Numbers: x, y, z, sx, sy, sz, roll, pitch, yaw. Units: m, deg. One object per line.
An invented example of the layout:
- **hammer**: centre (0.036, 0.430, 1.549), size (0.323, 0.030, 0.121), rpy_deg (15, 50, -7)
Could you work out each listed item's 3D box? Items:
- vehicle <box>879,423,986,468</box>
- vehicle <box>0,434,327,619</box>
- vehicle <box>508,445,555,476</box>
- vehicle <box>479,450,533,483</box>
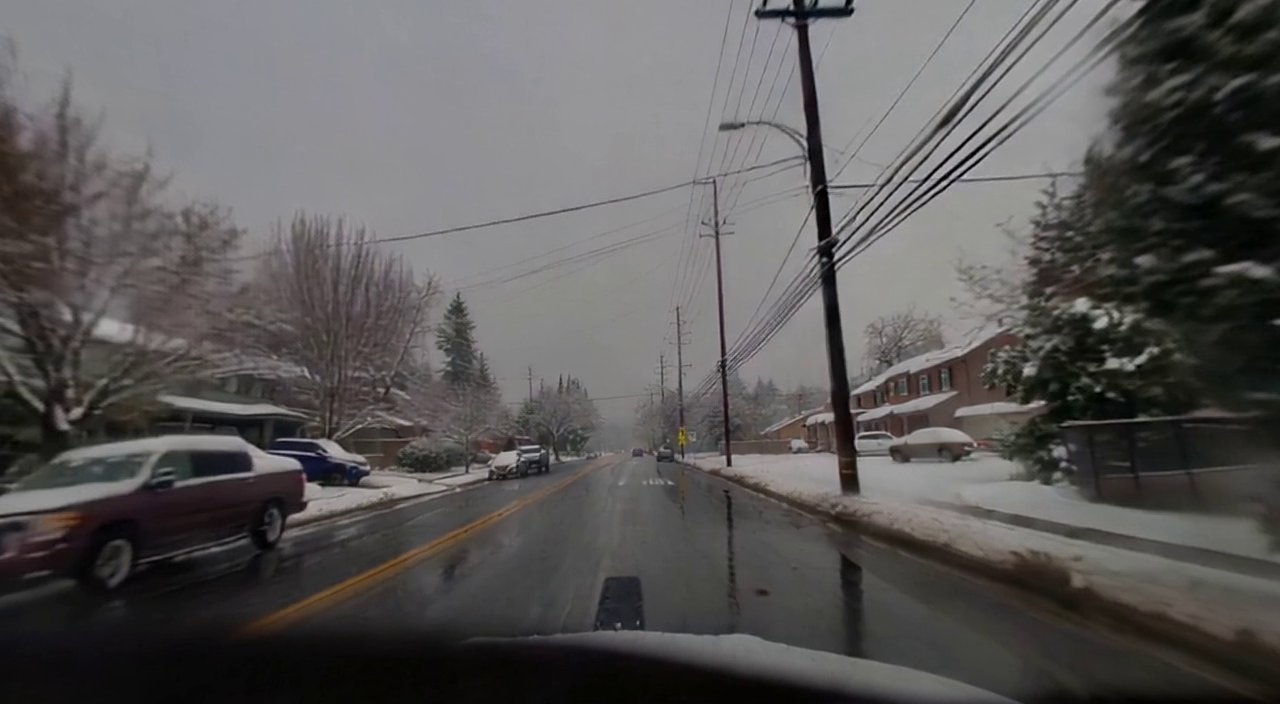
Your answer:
- **vehicle**: centre (13.414, 4.297, 29.036), size (4.145, 1.767, 1.880), rpy_deg (-9, -10, 30)
- **vehicle**: centre (-6.751, 2.119, 8.793), size (2.162, 1.757, 5.201), rpy_deg (-2, -9, 0)
- **vehicle**: centre (-7.131, 7.169, 41.959), size (2.135, 1.787, 4.452), rpy_deg (-4, -9, 1)
- **vehicle**: centre (-7.129, 6.119, 34.056), size (2.041, 1.587, 3.920), rpy_deg (-1, -9, 0)
